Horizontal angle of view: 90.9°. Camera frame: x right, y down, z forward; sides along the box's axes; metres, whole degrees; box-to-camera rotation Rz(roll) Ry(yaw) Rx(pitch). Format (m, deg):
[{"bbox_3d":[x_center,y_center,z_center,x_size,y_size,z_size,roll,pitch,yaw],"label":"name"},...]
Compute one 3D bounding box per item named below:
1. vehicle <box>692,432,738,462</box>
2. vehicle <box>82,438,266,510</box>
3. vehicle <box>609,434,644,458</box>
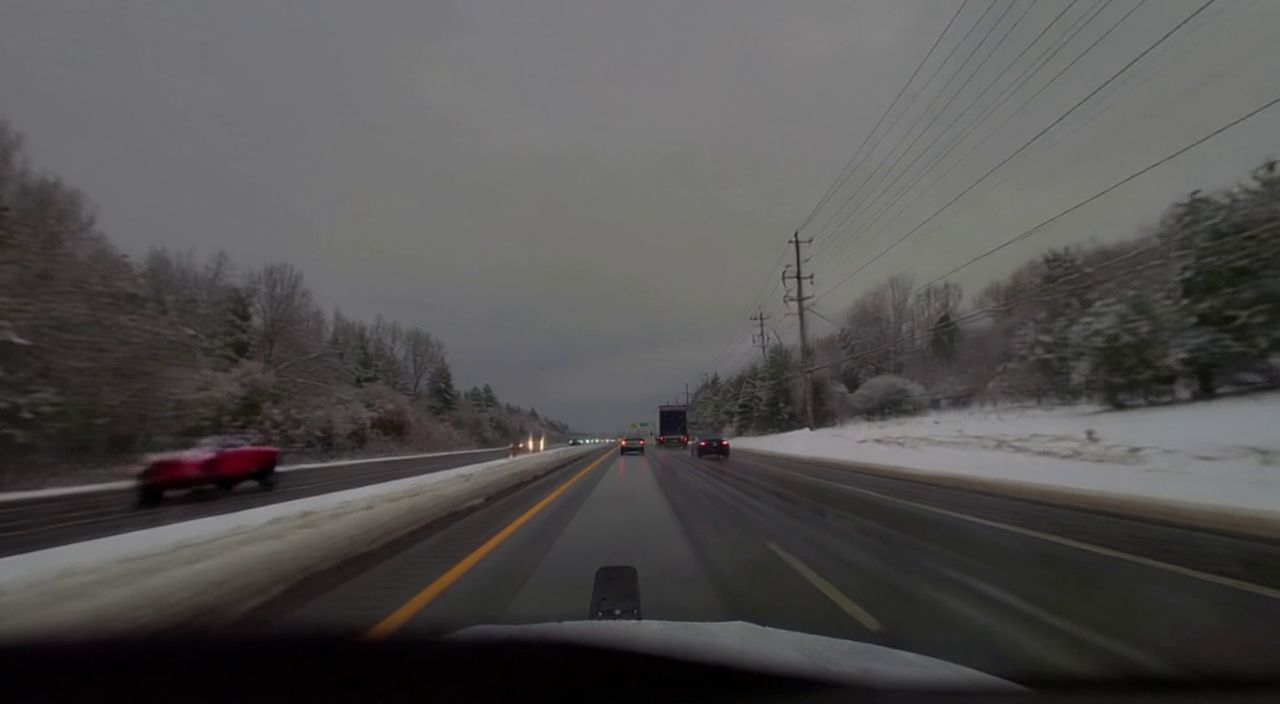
[{"bbox_3d":[4.149,5.281,35.429,1.930,1.573,3.853,0,-7,-2],"label":"vehicle"},{"bbox_3d":[-13.117,3.398,18.175,2.119,1.787,4.146,0,-7,-1],"label":"vehicle"},{"bbox_3d":[-0.850,6.079,40.859,2.163,1.466,3.693,0,-7,-1],"label":"vehicle"}]
